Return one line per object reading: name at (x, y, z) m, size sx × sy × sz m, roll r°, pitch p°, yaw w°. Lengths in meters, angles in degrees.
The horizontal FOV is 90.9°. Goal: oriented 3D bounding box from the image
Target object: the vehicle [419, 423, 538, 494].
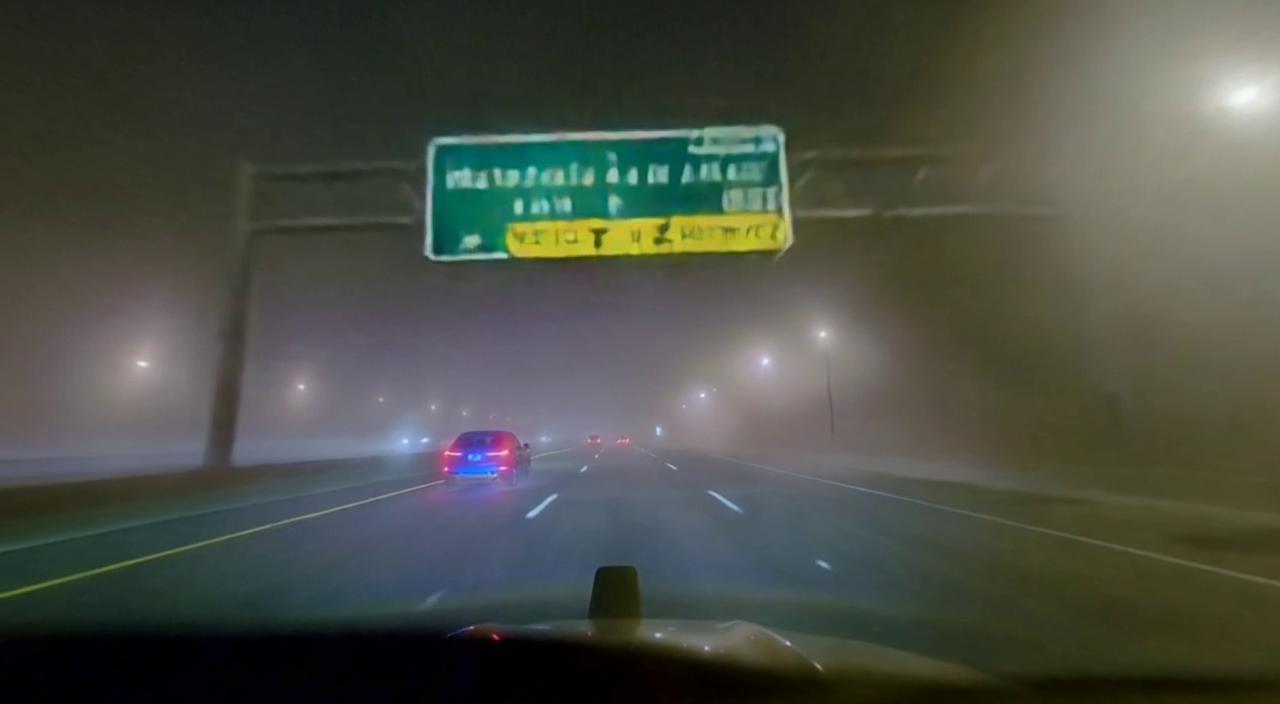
vehicle at (-4.020, 2.710, 16.480) m, size 2.062 × 1.591 × 4.156 m, roll 0°, pitch -8°, yaw -1°
